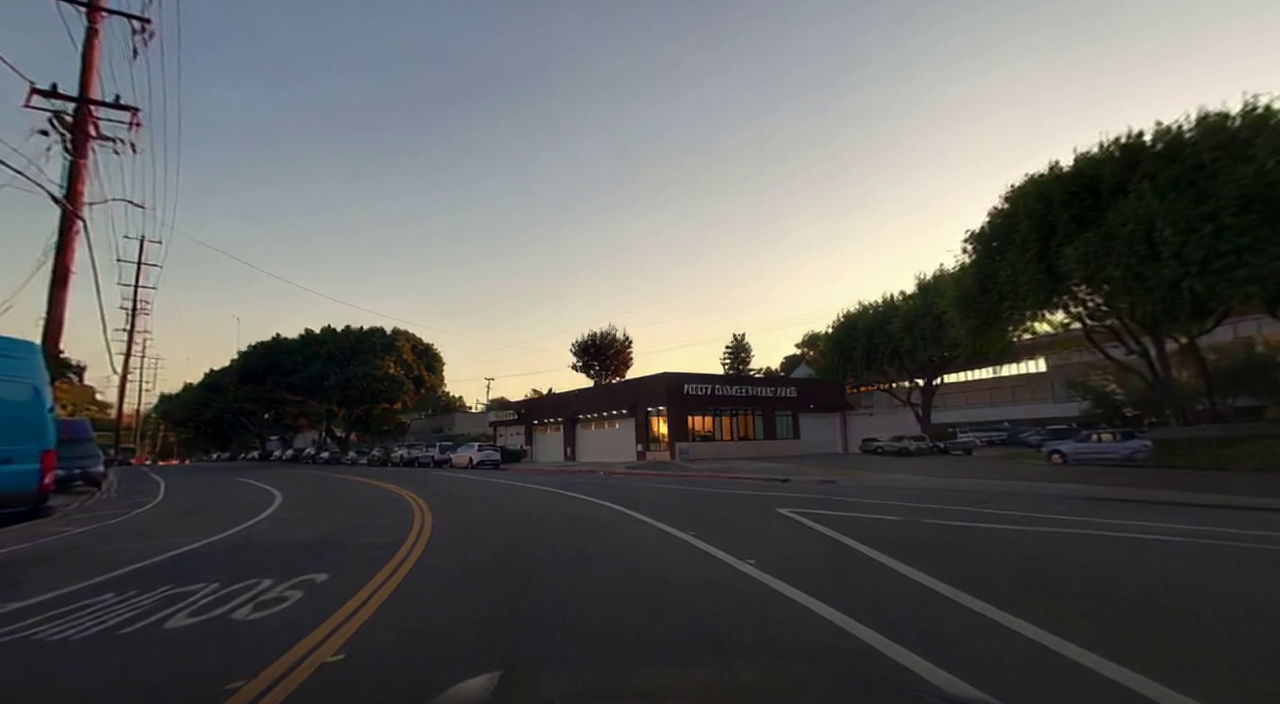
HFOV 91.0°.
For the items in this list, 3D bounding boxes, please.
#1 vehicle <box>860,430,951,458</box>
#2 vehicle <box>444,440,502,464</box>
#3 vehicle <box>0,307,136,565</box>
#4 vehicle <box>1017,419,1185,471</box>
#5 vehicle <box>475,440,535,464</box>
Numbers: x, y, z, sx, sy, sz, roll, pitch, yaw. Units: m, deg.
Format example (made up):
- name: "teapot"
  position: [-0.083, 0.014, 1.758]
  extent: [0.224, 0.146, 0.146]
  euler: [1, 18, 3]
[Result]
- name: "vehicle"
  position: [15.496, 5.391, 36.879]
  extent: [4.454, 1.504, 1.970]
  euler: [0, -8, -5]
- name: "vehicle"
  position: [-12.088, 7.258, 45.934]
  extent: [2.057, 1.564, 4.502]
  euler: [-3, -8, 15]
- name: "vehicle"
  position: [-12.014, 0.924, 6.813]
  extent: [3.276, 3.922, 10.384]
  euler: [-2, -8, 10]
- name: "vehicle"
  position: [16.812, 3.386, 23.119]
  extent: [4.543, 1.744, 2.164]
  euler: [0, -8, -6]
- name: "vehicle"
  position: [-9.174, 6.835, 43.342]
  extent: [2.074, 1.526, 4.853]
  euler: [-3, -8, 15]
